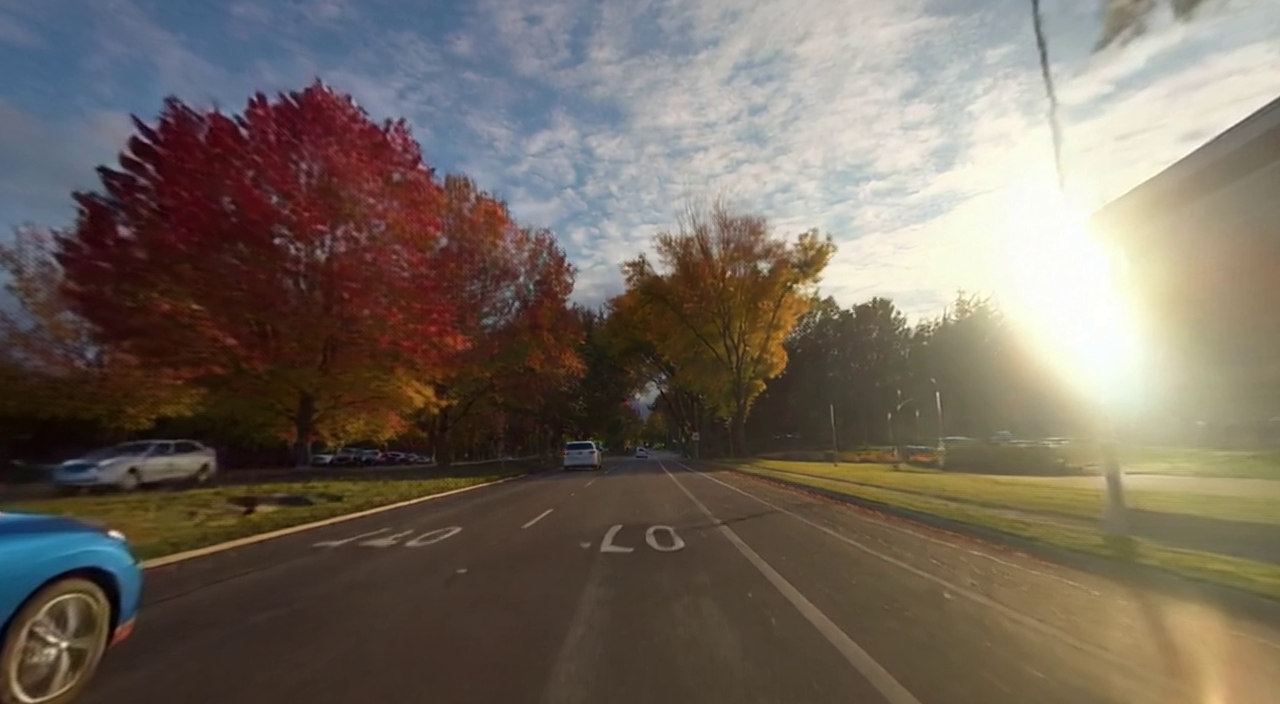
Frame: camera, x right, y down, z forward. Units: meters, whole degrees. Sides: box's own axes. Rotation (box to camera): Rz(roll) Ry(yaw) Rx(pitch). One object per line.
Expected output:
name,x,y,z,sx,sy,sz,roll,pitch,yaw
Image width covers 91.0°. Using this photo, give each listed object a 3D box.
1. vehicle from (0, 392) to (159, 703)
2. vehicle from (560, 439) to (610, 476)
vehicle,-3.778,0.740,1.424,1.923,1.528,4.309,0,-9,0
vehicle,-2.853,5.617,33.730,2.112,1.779,4.489,0,-9,2
